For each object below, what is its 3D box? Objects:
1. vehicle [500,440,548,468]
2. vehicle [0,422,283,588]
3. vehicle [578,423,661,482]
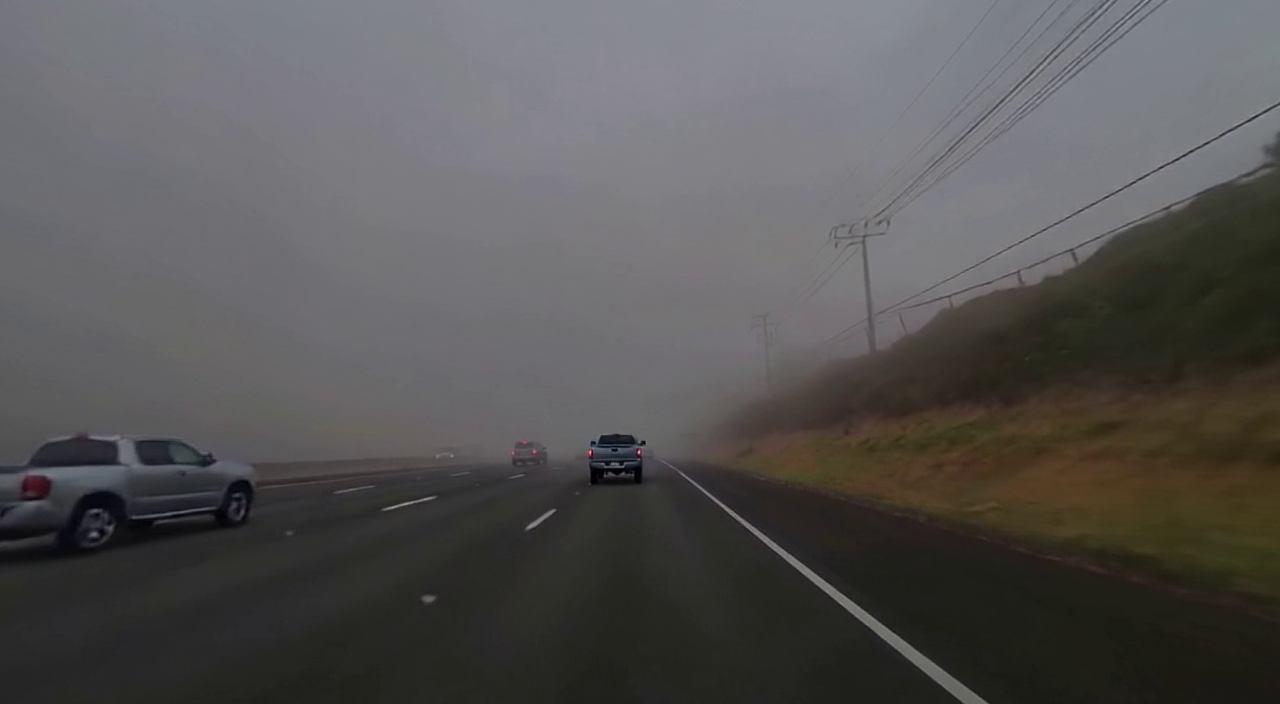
[{"bbox_3d":[-7.130,6.314,39.075,2.055,1.618,4.457,0,-9,1],"label":"vehicle"},{"bbox_3d":[-7.125,1.737,7.905,2.189,1.553,5.202,0,-8,0],"label":"vehicle"},{"bbox_3d":[-0.732,4.081,25.761,2.972,2.087,6.126,0,-8,0],"label":"vehicle"}]
